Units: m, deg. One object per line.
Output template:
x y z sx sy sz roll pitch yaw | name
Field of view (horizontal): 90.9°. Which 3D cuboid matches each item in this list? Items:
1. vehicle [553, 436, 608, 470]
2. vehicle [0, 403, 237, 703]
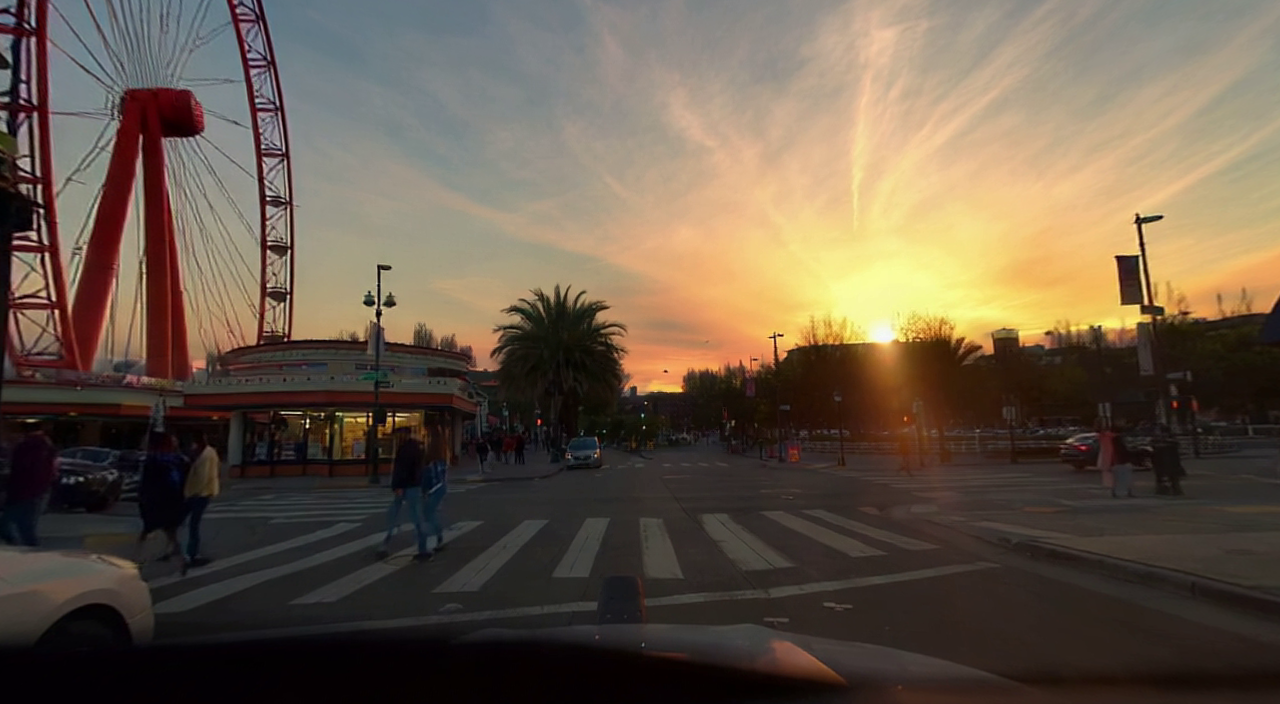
-3.891 6.413 40.250 2.549 2.000 5.699 2 -9 -15 | vehicle
-3.372 0.785 1.193 1.940 1.505 4.676 -1 -9 3 | vehicle
